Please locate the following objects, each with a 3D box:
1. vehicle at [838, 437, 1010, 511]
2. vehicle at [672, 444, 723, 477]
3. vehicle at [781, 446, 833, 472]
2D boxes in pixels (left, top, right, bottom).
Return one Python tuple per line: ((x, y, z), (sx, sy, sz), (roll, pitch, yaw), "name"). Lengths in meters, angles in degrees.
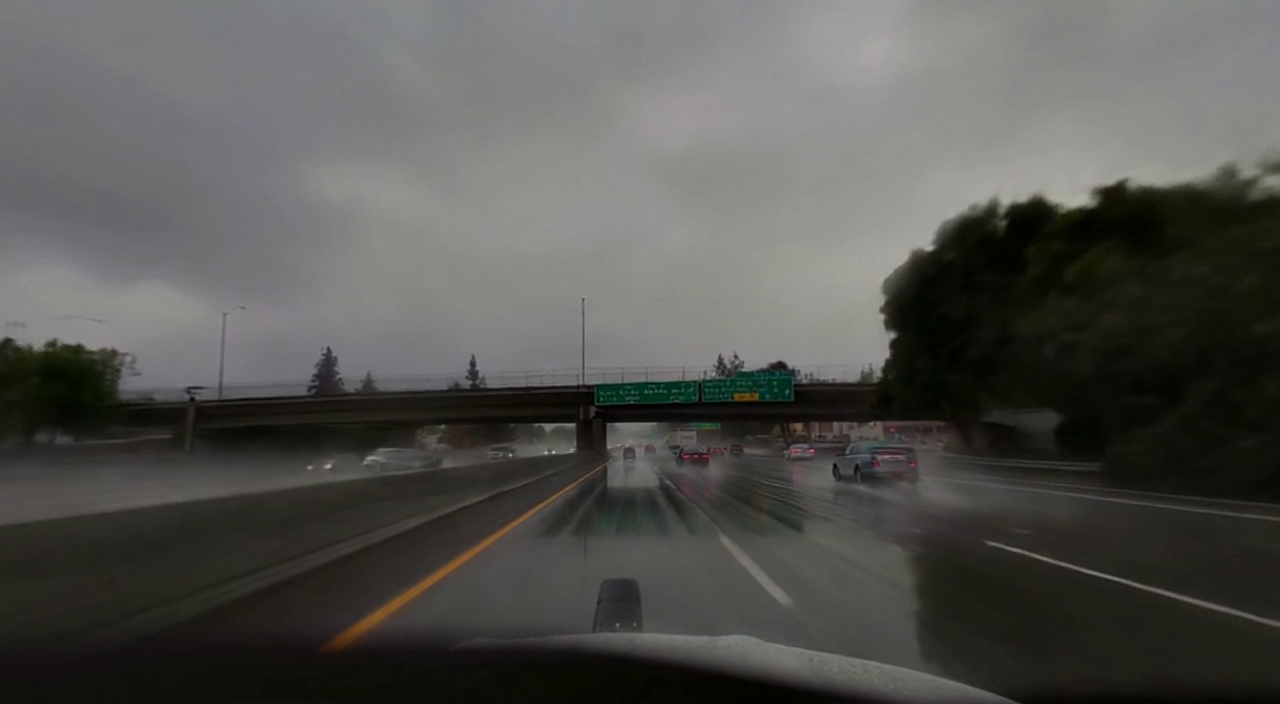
((6.541, 2.833, 15.255), (1.952, 1.489, 4.483), (0, -8, -2), "vehicle")
((2.773, 5.346, 31.488), (1.993, 1.507, 4.594), (0, -8, -2), "vehicle")
((9.766, 6.257, 37.285), (1.838, 1.440, 4.121), (0, -8, -2), "vehicle")
